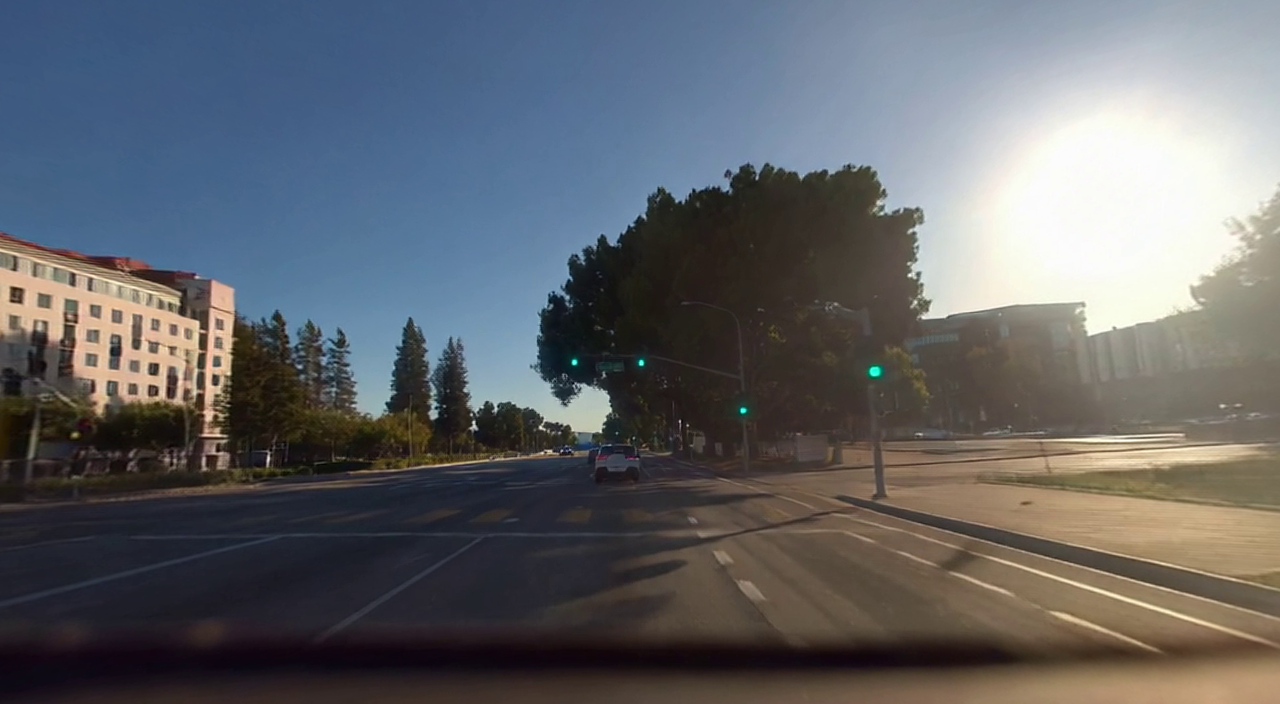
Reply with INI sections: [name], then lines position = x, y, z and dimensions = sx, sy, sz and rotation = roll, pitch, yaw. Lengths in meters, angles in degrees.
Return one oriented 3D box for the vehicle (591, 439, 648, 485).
[vehicle]
position = -0.828, 4.426, 25.762
dimensions = 2.130, 1.711, 4.038
rotation = 0, -9, -2
